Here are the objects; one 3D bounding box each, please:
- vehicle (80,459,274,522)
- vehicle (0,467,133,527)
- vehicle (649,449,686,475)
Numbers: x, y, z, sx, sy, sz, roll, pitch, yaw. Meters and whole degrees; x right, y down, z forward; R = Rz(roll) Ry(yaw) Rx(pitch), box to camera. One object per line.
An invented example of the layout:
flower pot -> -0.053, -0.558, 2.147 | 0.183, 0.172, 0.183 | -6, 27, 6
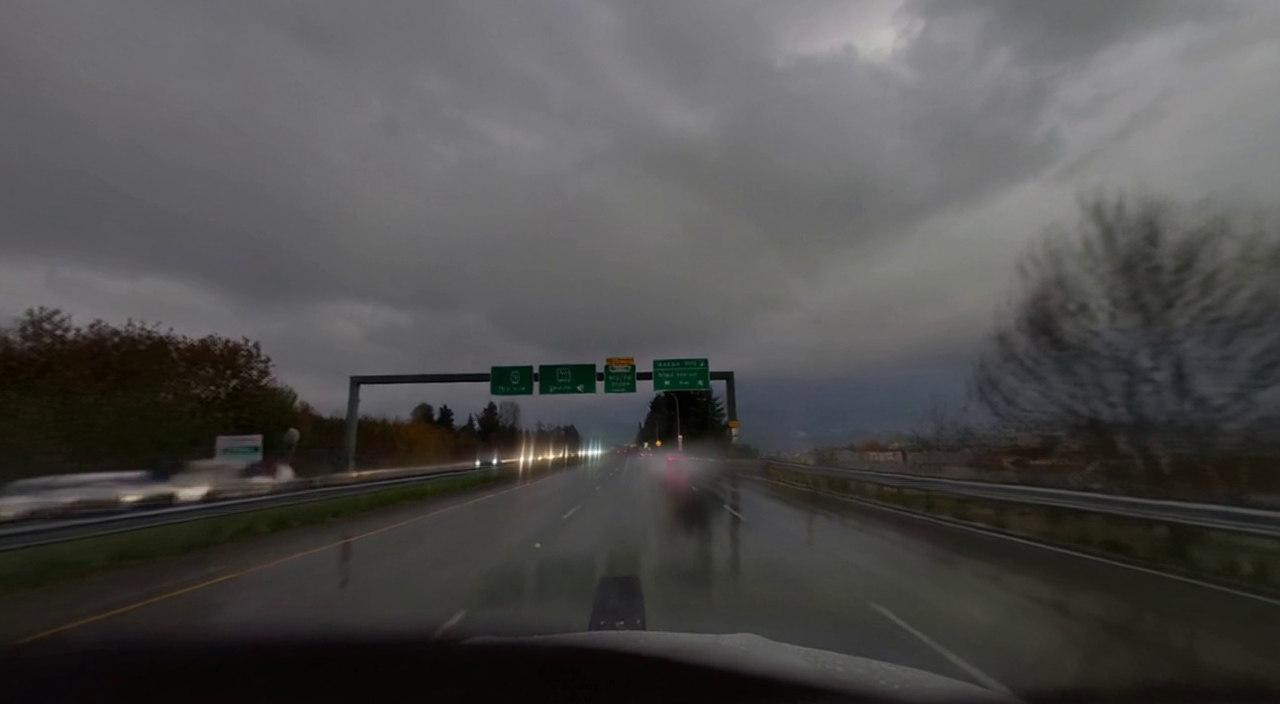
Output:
vehicle -> -12.826, 3.827, 17.954 | 2.100, 1.447, 4.656 | 0, -9, -2
vehicle -> -18.213, 4.293, 19.075 | 1.965, 1.483, 4.594 | 0, -9, -1
vehicle -> 1.591, 6.516, 37.558 | 2.036, 1.457, 3.471 | 0, -9, 0
